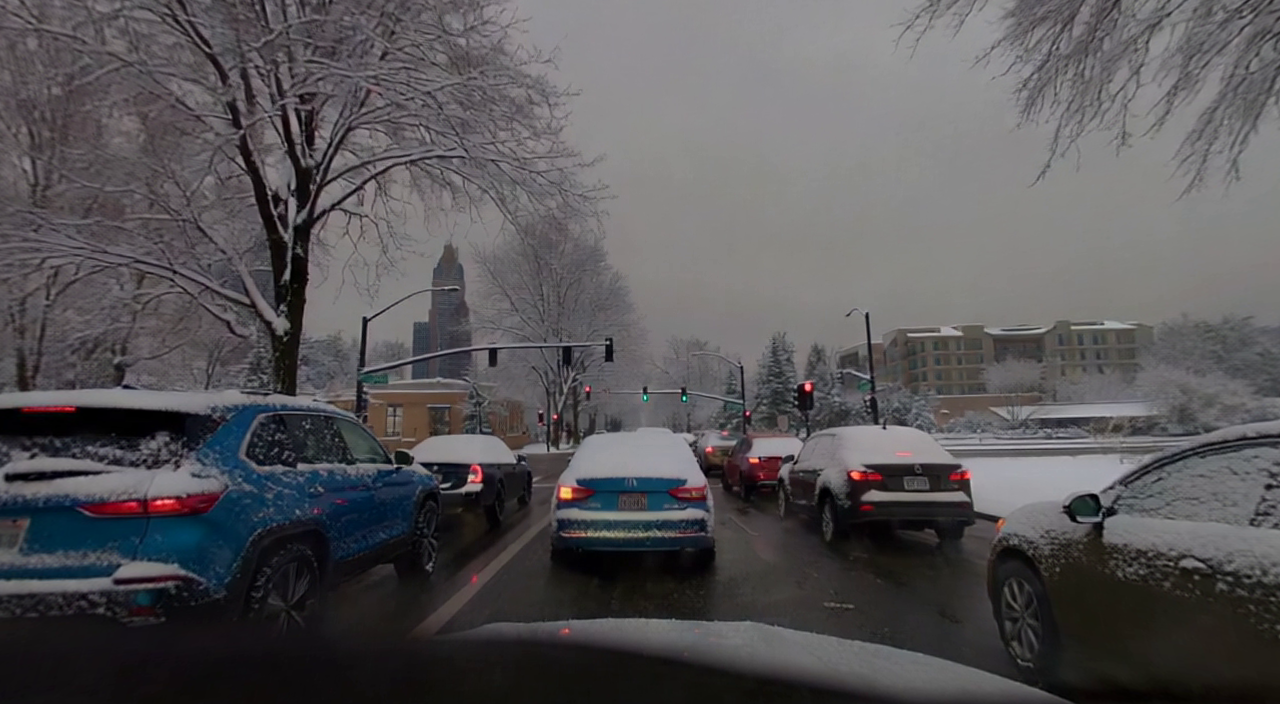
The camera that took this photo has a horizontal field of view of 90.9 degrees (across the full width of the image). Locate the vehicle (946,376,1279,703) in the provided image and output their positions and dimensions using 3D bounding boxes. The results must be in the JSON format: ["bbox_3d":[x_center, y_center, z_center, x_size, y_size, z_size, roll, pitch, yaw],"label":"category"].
[{"bbox_3d":[3.318,0.963,2.835,1.899,1.588,3.888,0,-9,0],"label":"vehicle"}]

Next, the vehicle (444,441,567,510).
[{"bbox_3d":[-3.059,2.905,15.318,1.975,1.420,4.196,-1,-8,1],"label":"vehicle"}]

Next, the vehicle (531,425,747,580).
[{"bbox_3d":[-0.035,1.799,8.328,2.147,1.507,3.953,0,-8,-1],"label":"vehicle"}]

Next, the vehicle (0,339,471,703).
[{"bbox_3d":[-3.144,1.160,5.059,2.168,1.750,4.625,-1,-8,1],"label":"vehicle"}]

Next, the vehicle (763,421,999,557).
[{"bbox_3d":[3.410,2.023,10.031,2.040,1.647,4.379,0,-9,1],"label":"vehicle"}]
